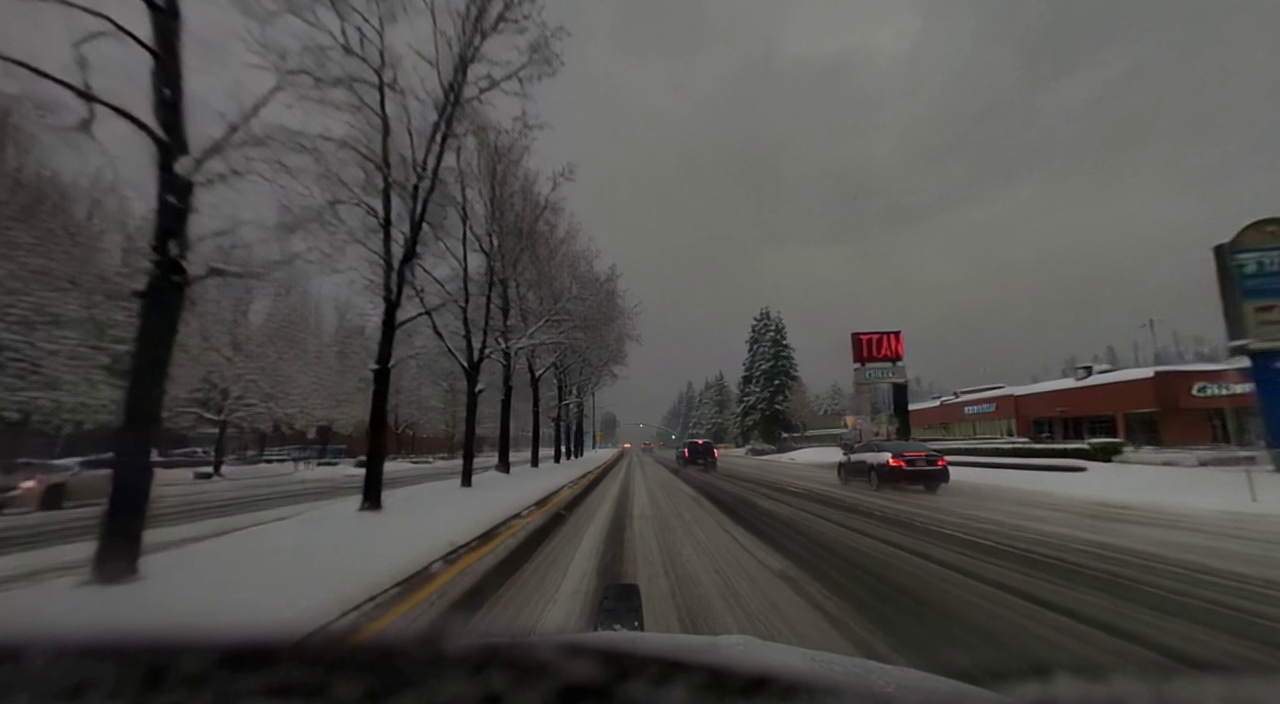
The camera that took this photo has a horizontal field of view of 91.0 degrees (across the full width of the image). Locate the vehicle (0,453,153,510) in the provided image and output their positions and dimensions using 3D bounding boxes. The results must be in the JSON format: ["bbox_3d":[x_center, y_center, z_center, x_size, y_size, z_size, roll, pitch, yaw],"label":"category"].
[{"bbox_3d":[-17.983,3.945,19.677,1.851,1.480,4.501,0,-9,1],"label":"vehicle"}]

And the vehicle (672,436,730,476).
[{"bbox_3d":[2.697,4.740,28.847,2.161,1.676,4.151,1,-9,-1],"label":"vehicle"}]

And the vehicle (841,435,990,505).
[{"bbox_3d":[6.852,2.965,16.223,1.886,1.528,4.169,1,-9,-1],"label":"vehicle"}]
